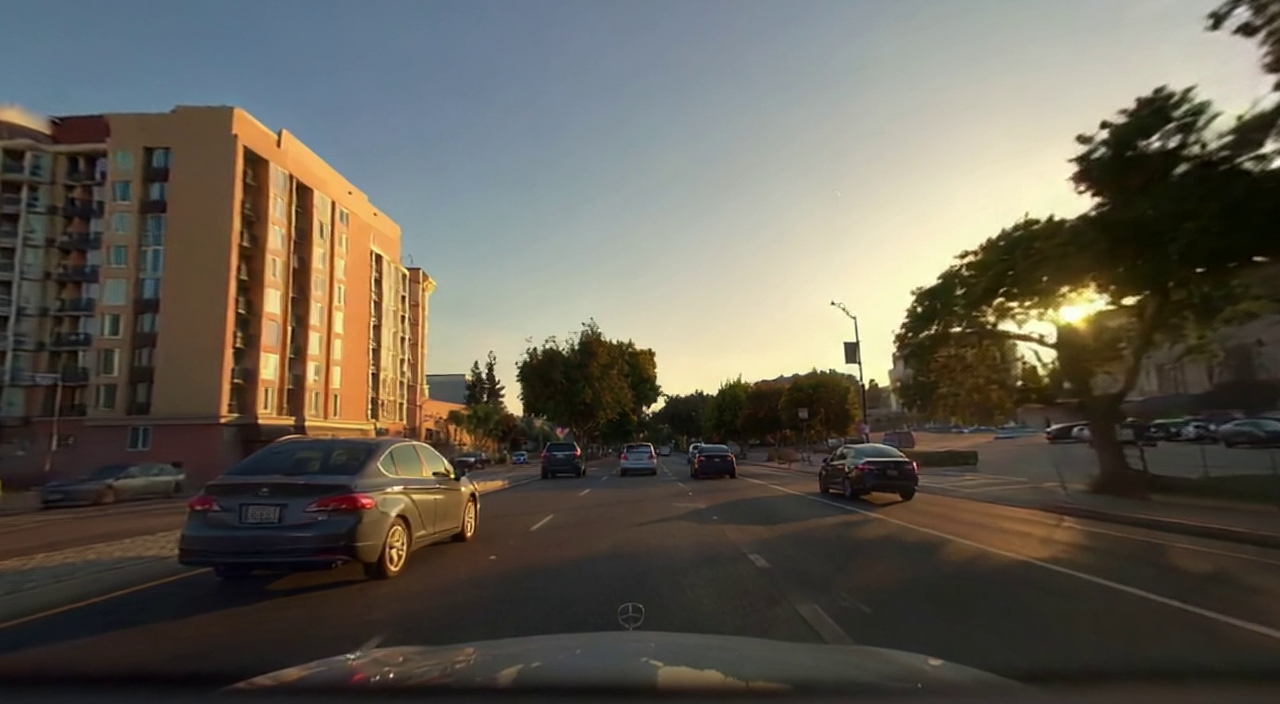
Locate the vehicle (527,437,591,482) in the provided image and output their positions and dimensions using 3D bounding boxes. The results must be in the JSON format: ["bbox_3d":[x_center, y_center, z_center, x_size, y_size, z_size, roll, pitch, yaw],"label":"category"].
[{"bbox_3d":[-3.459,4.704,27.761,2.117,1.799,4.442,0,-9,1],"label":"vehicle"}]

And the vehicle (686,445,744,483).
[{"bbox_3d":[3.076,4.713,26.710,1.884,1.458,4.245,0,-9,0],"label":"vehicle"}]

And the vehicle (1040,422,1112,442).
[{"bbox_3d":[33.589,6.222,48.653,1.762,1.432,4.136,5,-10,-30],"label":"vehicle"}]

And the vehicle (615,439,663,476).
[{"bbox_3d":[-0.056,5.478,32.836,2.304,1.795,4.526,0,-9,0],"label":"vehicle"}]

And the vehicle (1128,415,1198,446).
[{"bbox_3d":[31.049,4.746,37.587,1.993,1.708,4.464,-4,-10,24],"label":"vehicle"}]

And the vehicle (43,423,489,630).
[{"bbox_3d":[-3.247,1.617,6.837,2.095,1.486,4.411,0,-9,1],"label":"vehicle"}]

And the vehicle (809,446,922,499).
[{"bbox_3d":[6.948,3.752,20.030,1.865,1.458,4.605,0,-9,0],"label":"vehicle"}]

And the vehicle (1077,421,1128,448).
[{"bbox_3d":[28.454,5.096,38.889,1.830,1.465,4.252,-9,-11,29],"label":"vehicle"}]

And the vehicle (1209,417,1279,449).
[{"bbox_3d":[30.813,4.094,31.536,1.993,1.471,4.691,-4,-10,24],"label":"vehicle"}]
